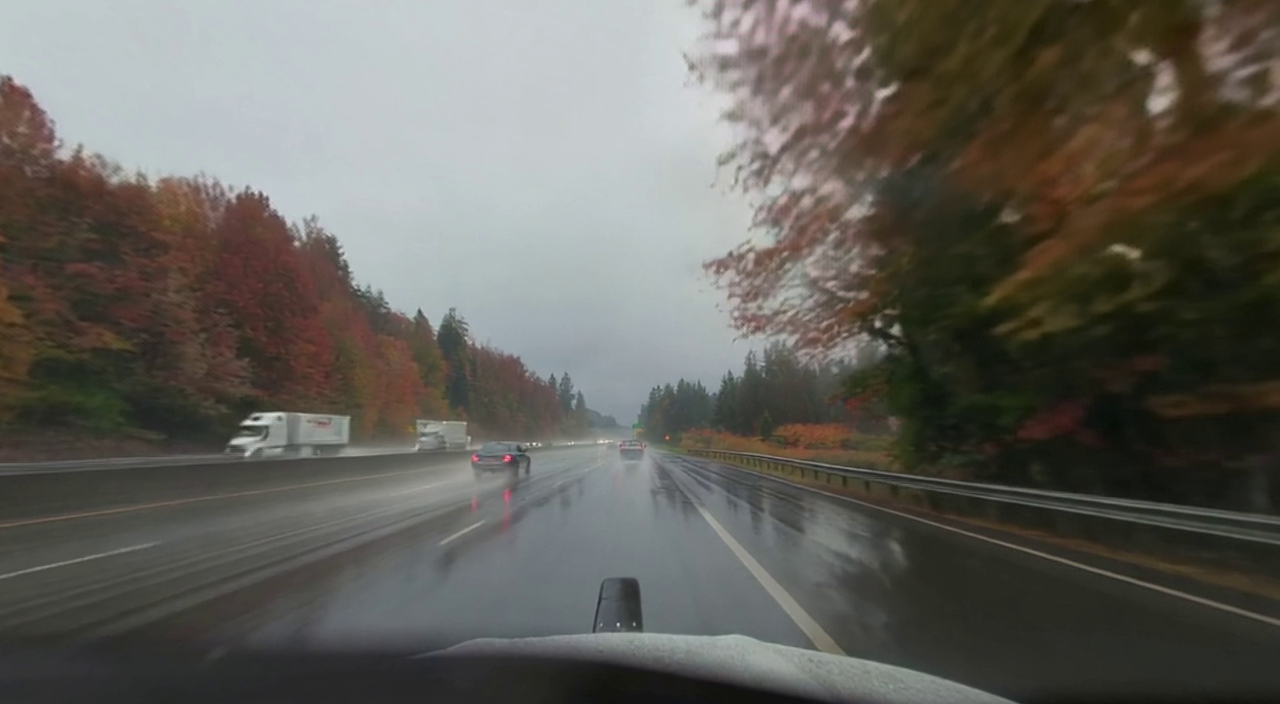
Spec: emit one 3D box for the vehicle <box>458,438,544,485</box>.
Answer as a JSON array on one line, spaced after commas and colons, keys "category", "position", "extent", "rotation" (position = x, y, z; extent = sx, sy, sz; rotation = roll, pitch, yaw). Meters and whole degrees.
[{"category": "vehicle", "position": [-4.782, 3.808, 22.289], "extent": [2.004, 1.497, 4.260], "rotation": [0, -8, 1]}]
